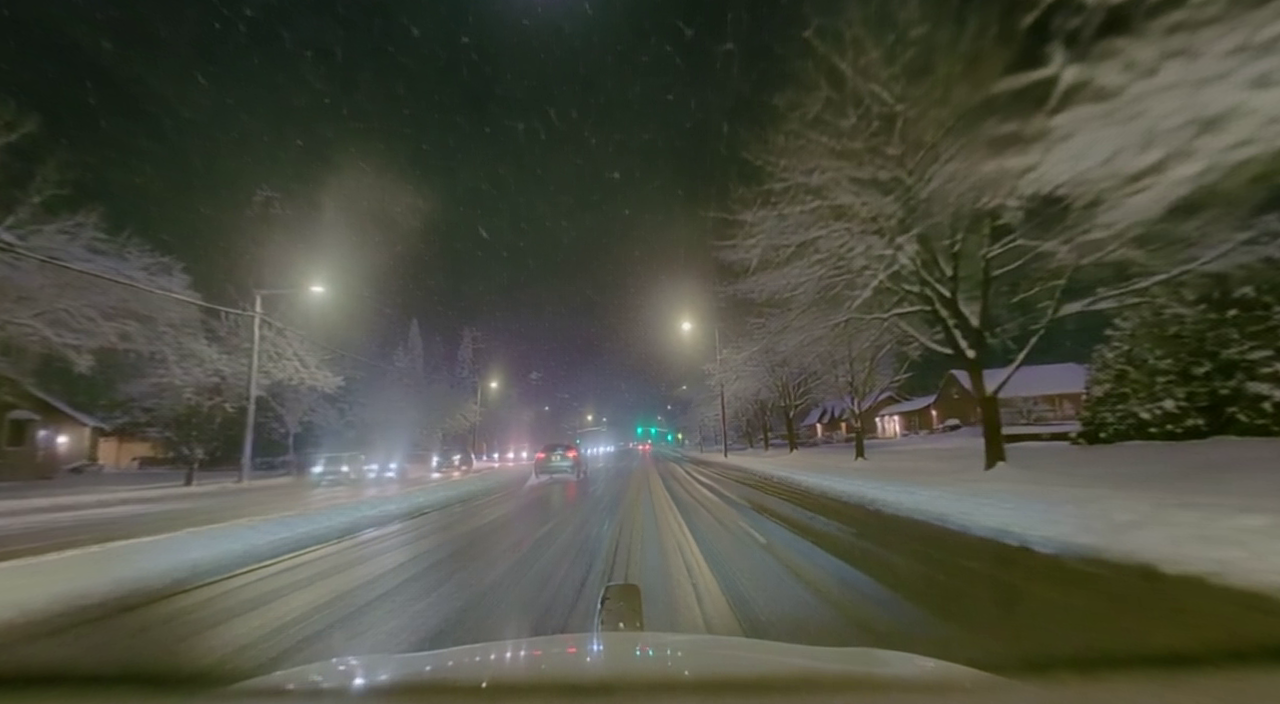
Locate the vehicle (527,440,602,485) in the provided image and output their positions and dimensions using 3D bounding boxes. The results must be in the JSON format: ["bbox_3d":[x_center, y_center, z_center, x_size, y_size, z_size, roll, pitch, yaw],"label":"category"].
[{"bbox_3d":[-2.733,4.130,23.830,2.106,1.517,4.375,0,-9,2],"label":"vehicle"}]

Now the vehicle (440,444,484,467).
[{"bbox_3d":[-13.847,8.099,49.307,2.059,1.734,4.559,0,-9,1],"label":"vehicle"}]
